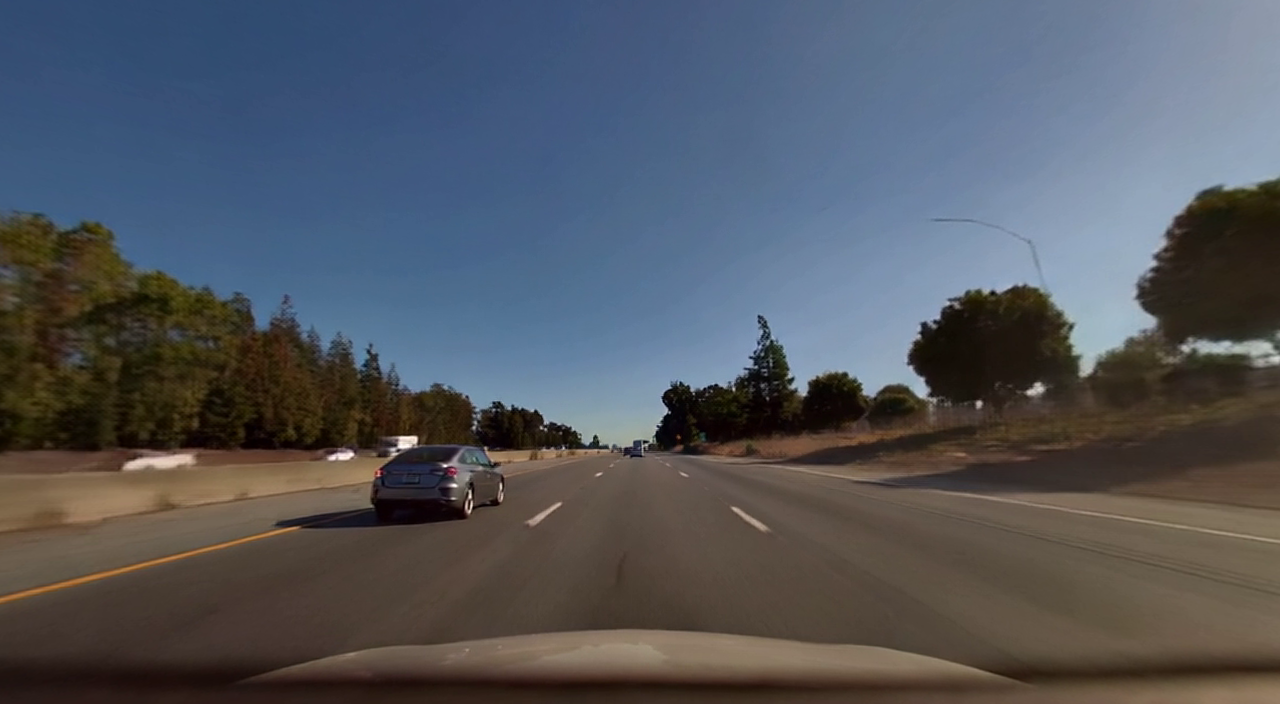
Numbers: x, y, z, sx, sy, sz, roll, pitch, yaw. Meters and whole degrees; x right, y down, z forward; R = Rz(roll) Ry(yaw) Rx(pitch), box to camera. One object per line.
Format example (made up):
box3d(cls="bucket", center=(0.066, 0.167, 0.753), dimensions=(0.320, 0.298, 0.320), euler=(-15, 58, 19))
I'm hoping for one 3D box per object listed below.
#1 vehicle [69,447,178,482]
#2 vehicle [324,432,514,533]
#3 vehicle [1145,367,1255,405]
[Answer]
box3d(cls="vehicle", center=(-28.011, 6.082, 34.502), dimensions=(1.975, 1.721, 4.697), euler=(0, -8, 0))
box3d(cls="vehicle", center=(-3.876, 2.348, 12.030), dimensions=(2.050, 1.547, 4.266), euler=(0, -8, 0))
box3d(cls="vehicle", center=(32.432, 2.064, 36.799), dimensions=(2.014, 1.774, 4.550), euler=(1, -8, -5))
